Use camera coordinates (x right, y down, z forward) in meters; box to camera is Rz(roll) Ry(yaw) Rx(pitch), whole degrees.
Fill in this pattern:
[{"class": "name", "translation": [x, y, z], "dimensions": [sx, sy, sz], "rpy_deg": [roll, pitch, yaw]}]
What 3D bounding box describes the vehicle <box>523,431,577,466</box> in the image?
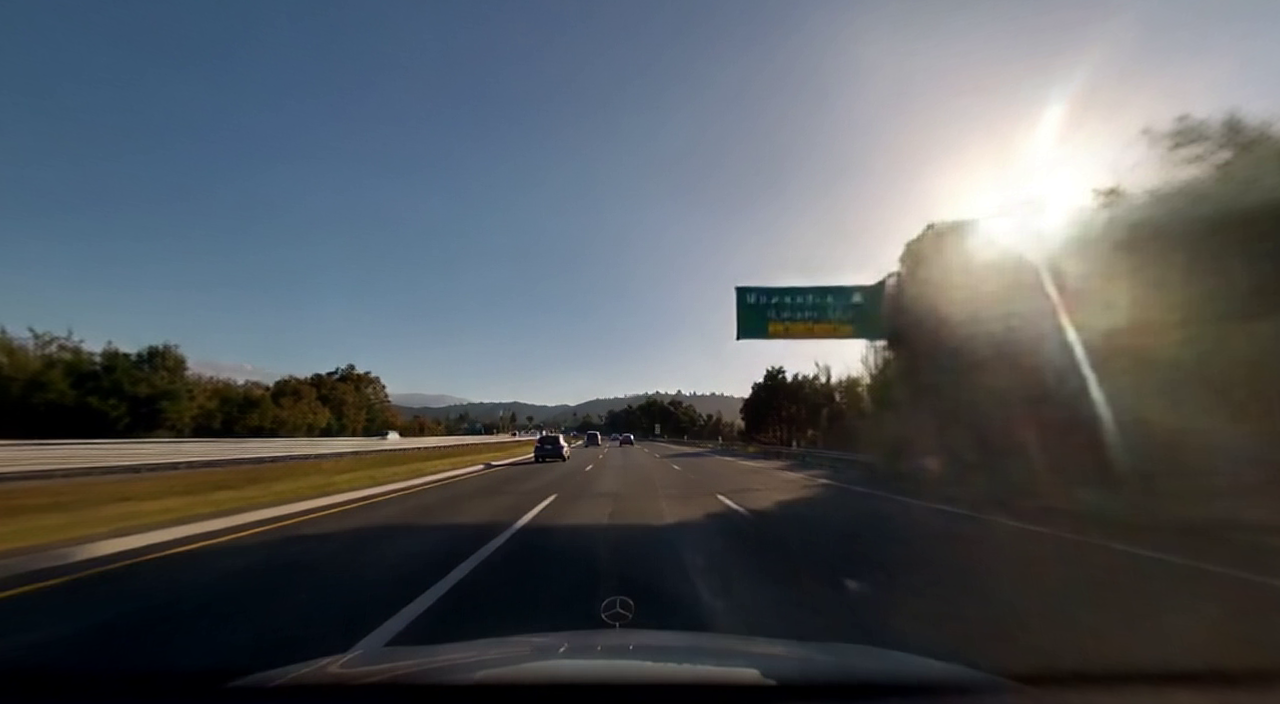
[{"class": "vehicle", "translation": [-4.322, 4.688, 30.892], "dimensions": [2.062, 1.591, 4.156], "rpy_deg": [0, -8, -1]}]
